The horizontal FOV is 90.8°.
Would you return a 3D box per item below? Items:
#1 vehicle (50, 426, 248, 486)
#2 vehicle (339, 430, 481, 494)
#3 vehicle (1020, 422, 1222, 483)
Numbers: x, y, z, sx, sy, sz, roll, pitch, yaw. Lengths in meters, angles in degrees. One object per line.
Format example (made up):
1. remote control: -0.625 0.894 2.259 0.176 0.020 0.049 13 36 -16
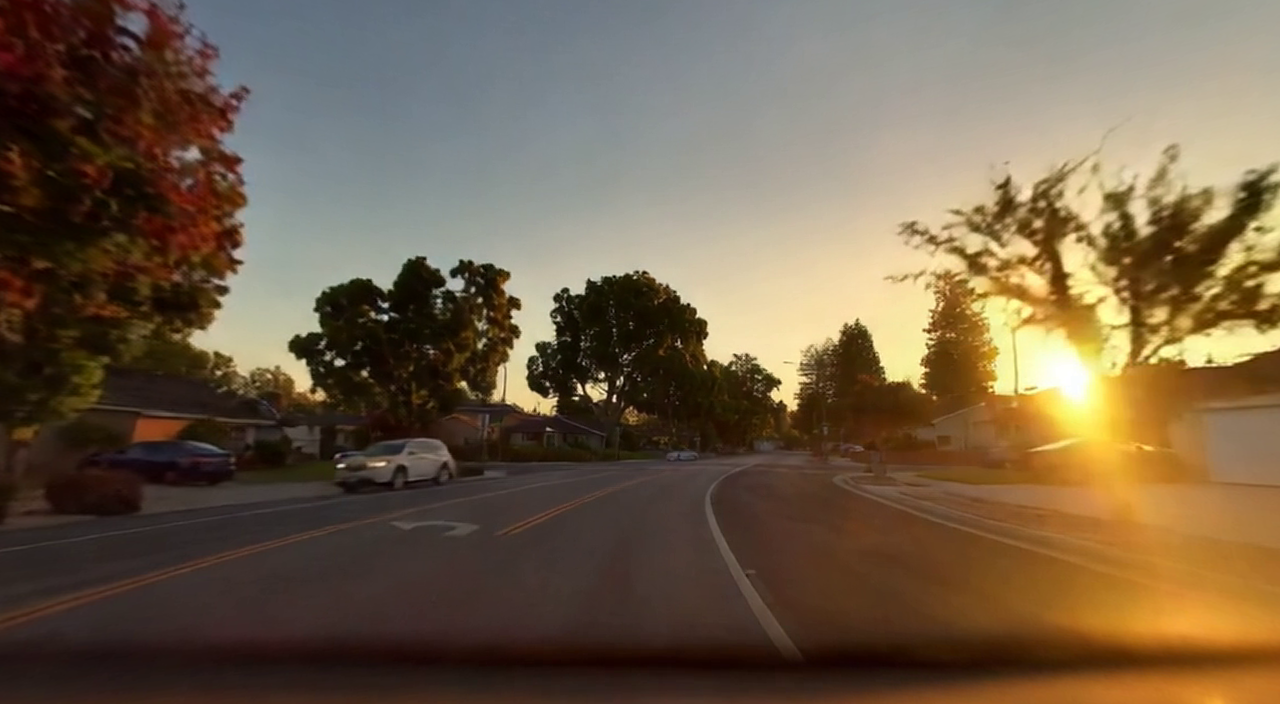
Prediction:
1. vehicle: -18.052 3.883 23.369 6.010 1.935 2.255 -3 -10 11
2. vehicle: -7.858 3.829 22.418 2.272 1.920 5.737 -1 -9 8
3. vehicle: 16.787 3.606 22.410 5.073 1.729 2.161 -6 -11 15
